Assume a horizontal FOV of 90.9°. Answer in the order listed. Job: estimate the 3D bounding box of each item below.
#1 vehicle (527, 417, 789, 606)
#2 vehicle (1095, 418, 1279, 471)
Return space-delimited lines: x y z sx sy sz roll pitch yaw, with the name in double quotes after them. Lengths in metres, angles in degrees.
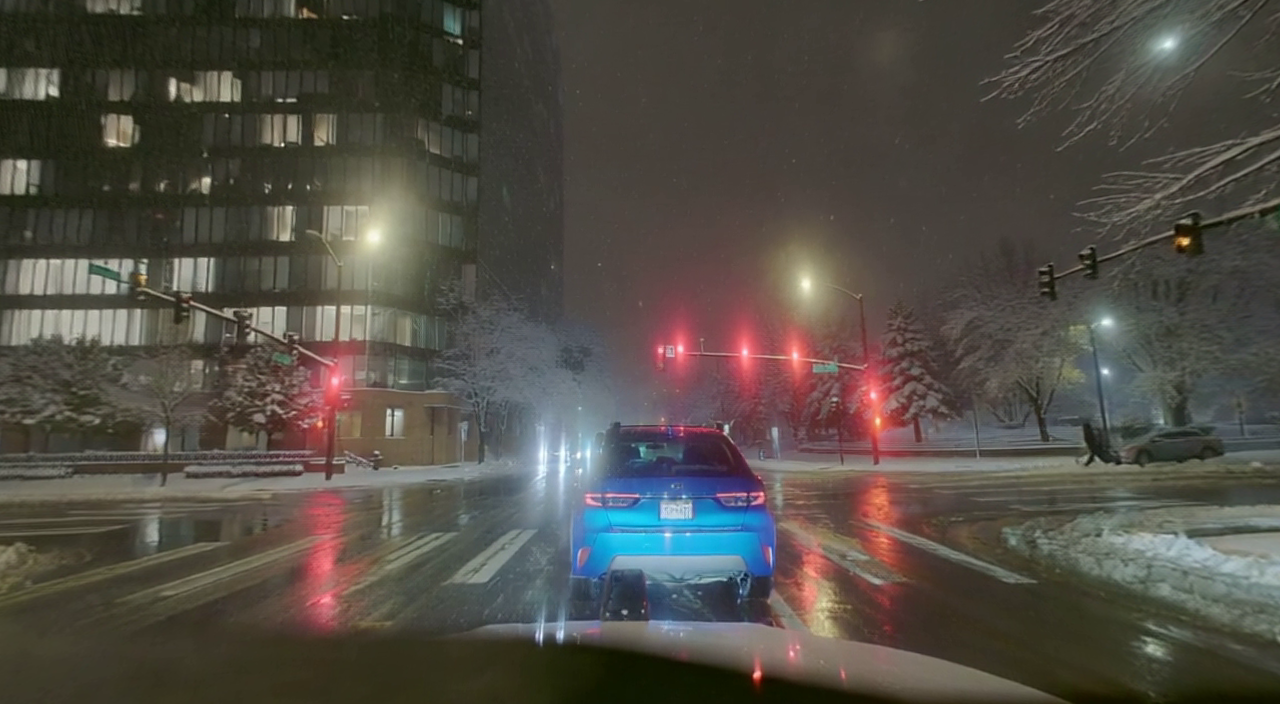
-0.149 1.643 7.494 1.893 1.532 4.145 2 -9 -16 "vehicle"
19.157 3.261 22.220 4.675 1.772 1.945 0 -8 0 "vehicle"
